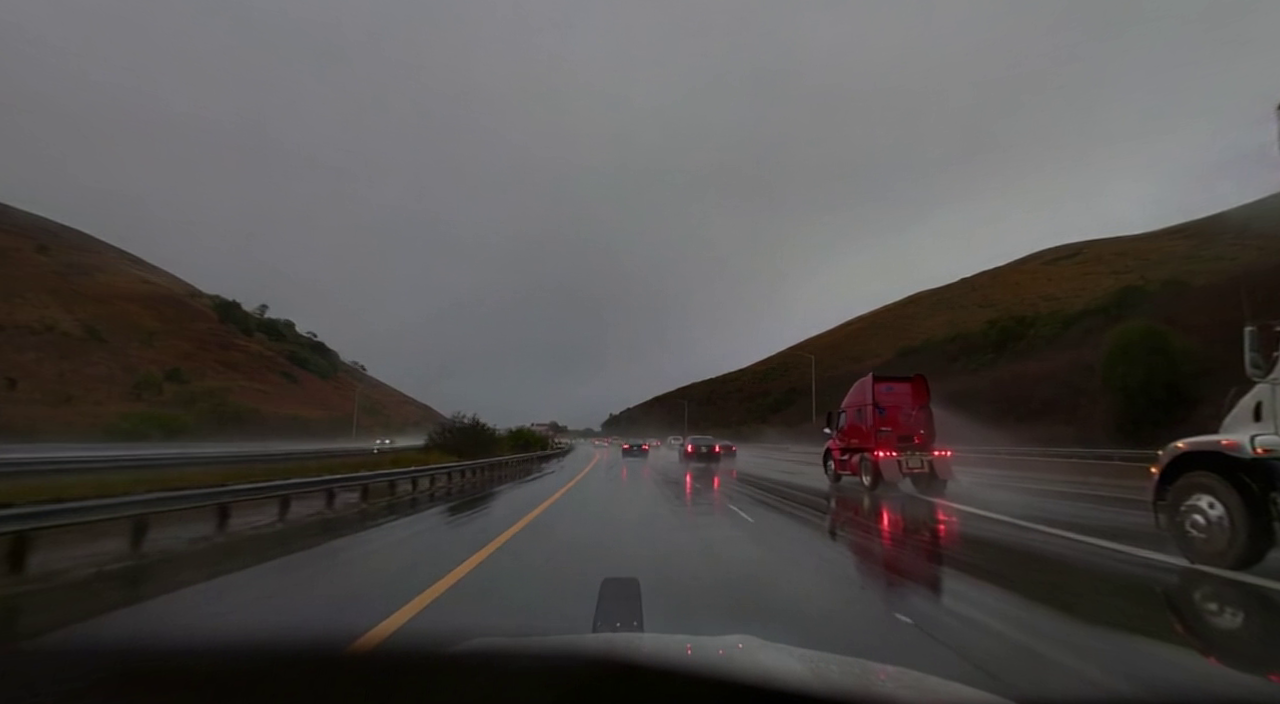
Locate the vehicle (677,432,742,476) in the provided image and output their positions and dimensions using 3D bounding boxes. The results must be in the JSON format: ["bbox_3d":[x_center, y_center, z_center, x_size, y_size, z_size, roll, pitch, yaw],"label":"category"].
[{"bbox_3d":[3.029,4.572,28.526,2.098,1.794,4.561,0,-9,-4],"label":"vehicle"}]

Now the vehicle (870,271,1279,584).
[{"bbox_3d":[7.297,1.391,10.771,2.880,2.975,9.608,0,-9,-2],"label":"vehicle"}]

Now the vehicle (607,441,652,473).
[{"bbox_3d":[-0.607,5.207,31.645,2.083,1.477,3.965,0,-9,-3],"label":"vehicle"}]
